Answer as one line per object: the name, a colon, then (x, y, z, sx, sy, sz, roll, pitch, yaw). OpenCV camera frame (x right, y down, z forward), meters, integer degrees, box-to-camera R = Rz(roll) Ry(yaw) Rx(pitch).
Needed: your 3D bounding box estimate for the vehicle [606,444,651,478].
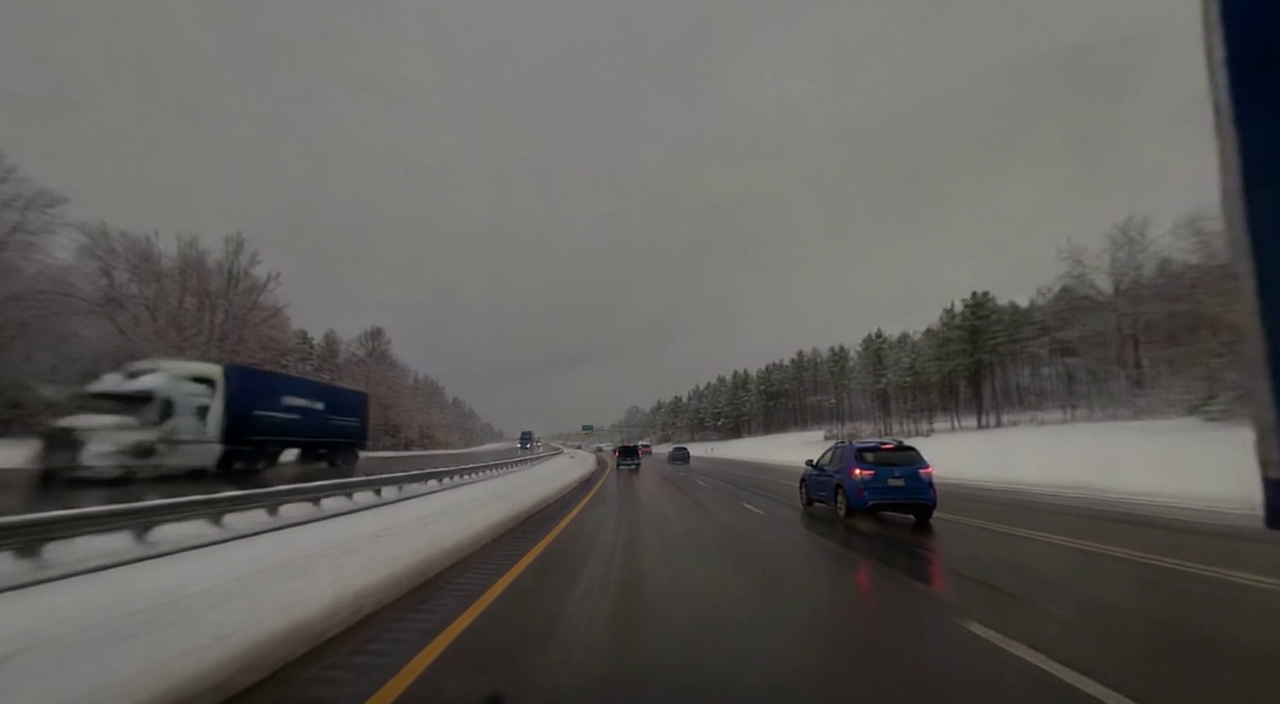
vehicle: (-0.577, 5.319, 30.801, 2.050, 1.534, 3.771, 0, -9, -2)

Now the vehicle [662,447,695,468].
vehicle: (2.869, 8.002, 47.990, 2.008, 1.504, 4.291, 1, -9, -4)

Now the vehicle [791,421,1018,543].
vehicle: (4.036, 2.059, 10.479, 2.013, 1.623, 3.916, 0, -9, -1)

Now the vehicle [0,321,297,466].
vehicle: (-16.400, 1.936, 22.415, 2.892, 4.015, 10.141, 0, -9, -2)
